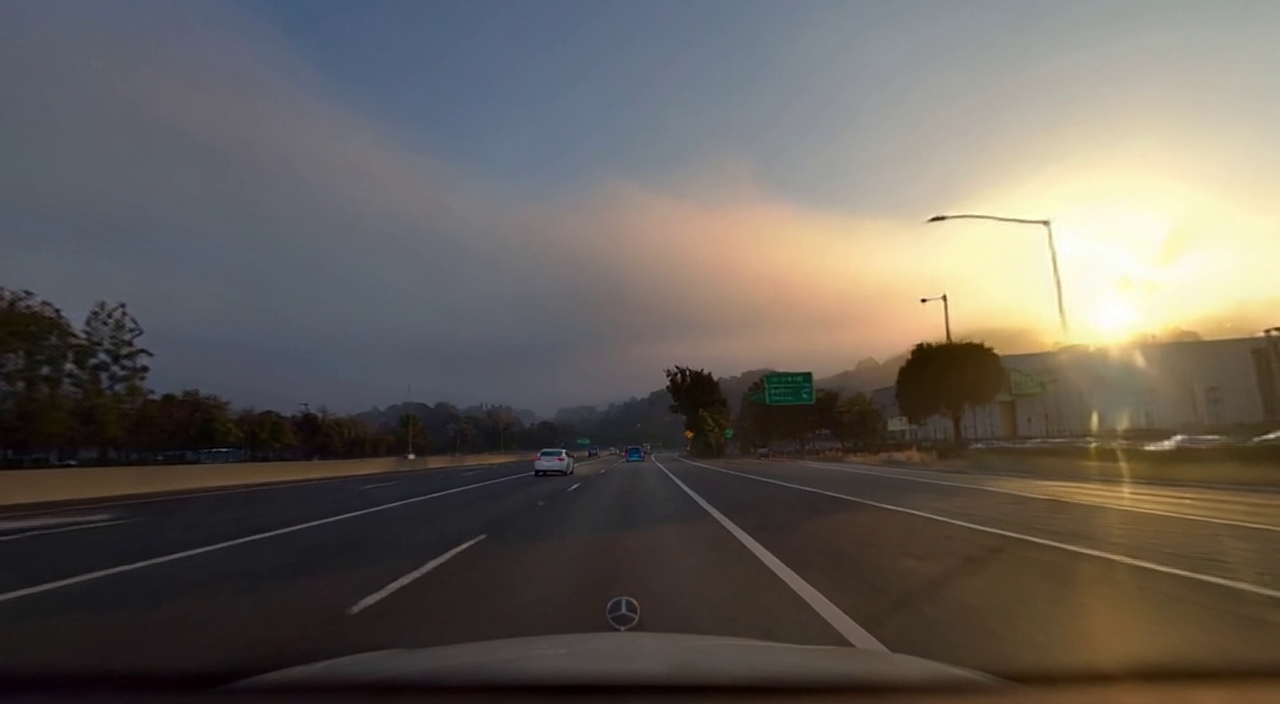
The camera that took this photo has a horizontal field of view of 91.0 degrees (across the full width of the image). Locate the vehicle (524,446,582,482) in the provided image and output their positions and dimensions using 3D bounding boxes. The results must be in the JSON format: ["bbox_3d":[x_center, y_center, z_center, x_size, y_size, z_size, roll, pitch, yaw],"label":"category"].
[{"bbox_3d":[-4.034,5.292,29.959,2.071,1.553,4.388,0,-9,1],"label":"vehicle"}]

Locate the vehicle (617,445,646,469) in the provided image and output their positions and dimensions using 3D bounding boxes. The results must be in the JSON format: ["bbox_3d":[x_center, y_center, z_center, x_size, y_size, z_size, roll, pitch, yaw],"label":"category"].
[{"bbox_3d":[-0.607,7.908,47.501,2.102,1.692,4.057,0,-9,1],"label":"vehicle"}]
